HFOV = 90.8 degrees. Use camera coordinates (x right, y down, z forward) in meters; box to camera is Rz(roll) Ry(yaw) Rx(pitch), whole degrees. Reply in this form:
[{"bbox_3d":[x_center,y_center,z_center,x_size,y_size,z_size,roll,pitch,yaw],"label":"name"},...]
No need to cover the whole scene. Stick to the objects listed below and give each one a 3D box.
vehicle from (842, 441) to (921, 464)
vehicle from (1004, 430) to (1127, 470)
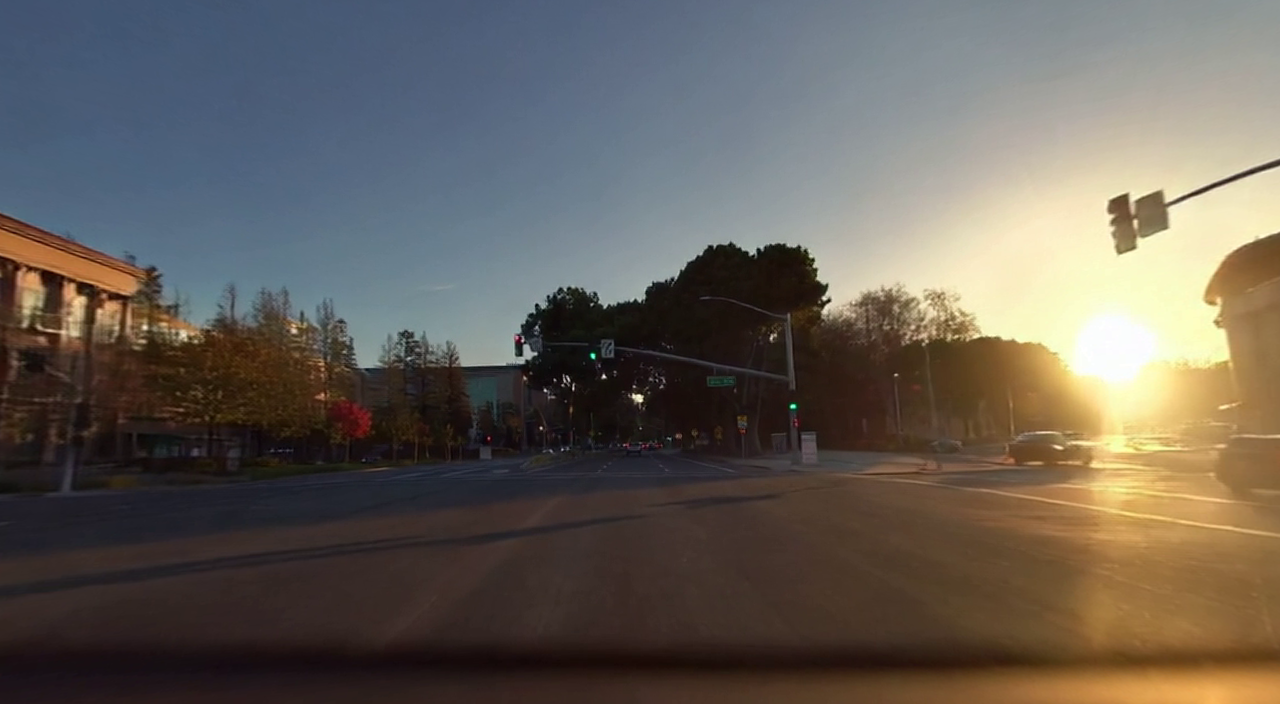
[{"bbox_3d":[16.035,6.708,42.139,4.483,1.452,1.924,0,-9,-1],"label":"vehicle"},{"bbox_3d":[23.528,5.536,35.439,2.802,1.992,6.440,-2,-10,5],"label":"vehicle"}]
